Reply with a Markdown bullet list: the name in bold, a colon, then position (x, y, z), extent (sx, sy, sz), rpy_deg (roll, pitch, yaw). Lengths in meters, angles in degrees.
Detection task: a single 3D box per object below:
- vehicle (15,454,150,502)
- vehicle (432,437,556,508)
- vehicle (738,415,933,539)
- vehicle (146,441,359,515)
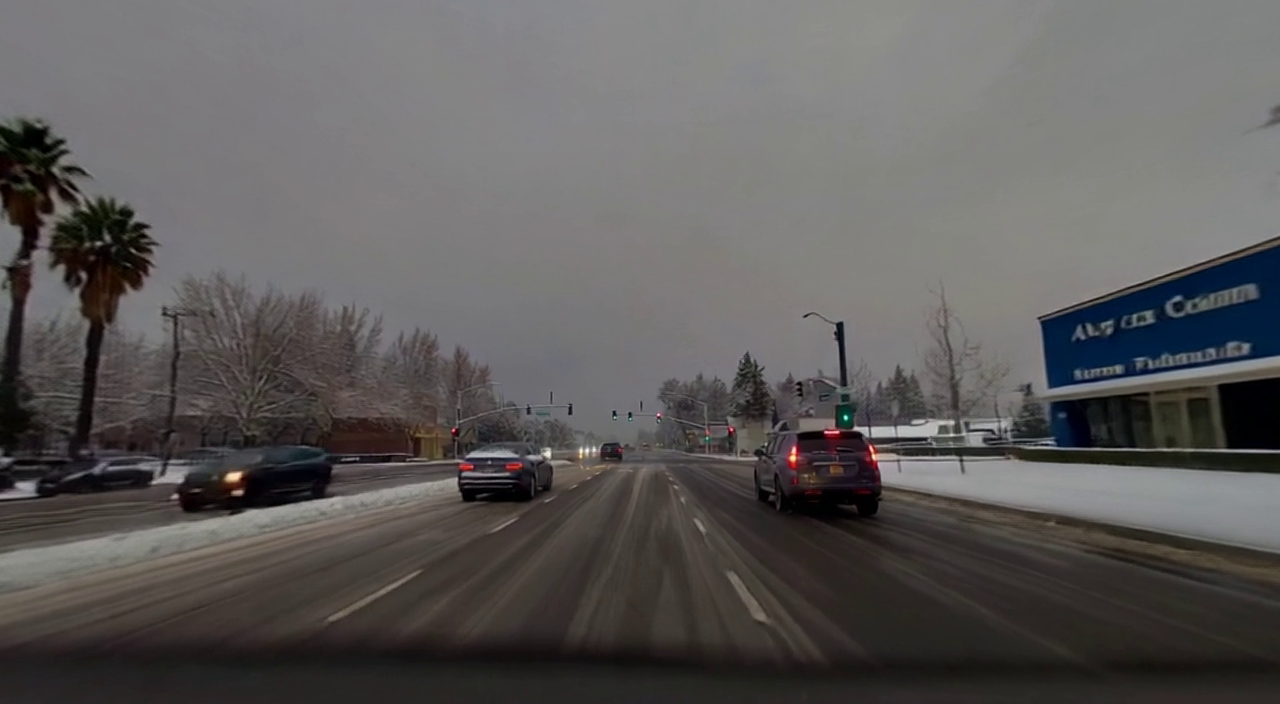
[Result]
- **vehicle**: position (-22.742, 5.103, 26.019), extent (1.868, 1.602, 4.102), rpy_deg (-3, -8, 0)
- **vehicle**: position (-3.431, 2.904, 15.672), extent (2.034, 1.498, 3.995), rpy_deg (0, -9, 1)
- **vehicle**: position (3.067, 2.071, 11.027), extent (1.982, 1.711, 4.276), rpy_deg (0, -9, 0)
- **vehicle**: position (-8.975, 2.930, 15.292), extent (1.970, 1.482, 4.778), rpy_deg (-1, -9, 2)
